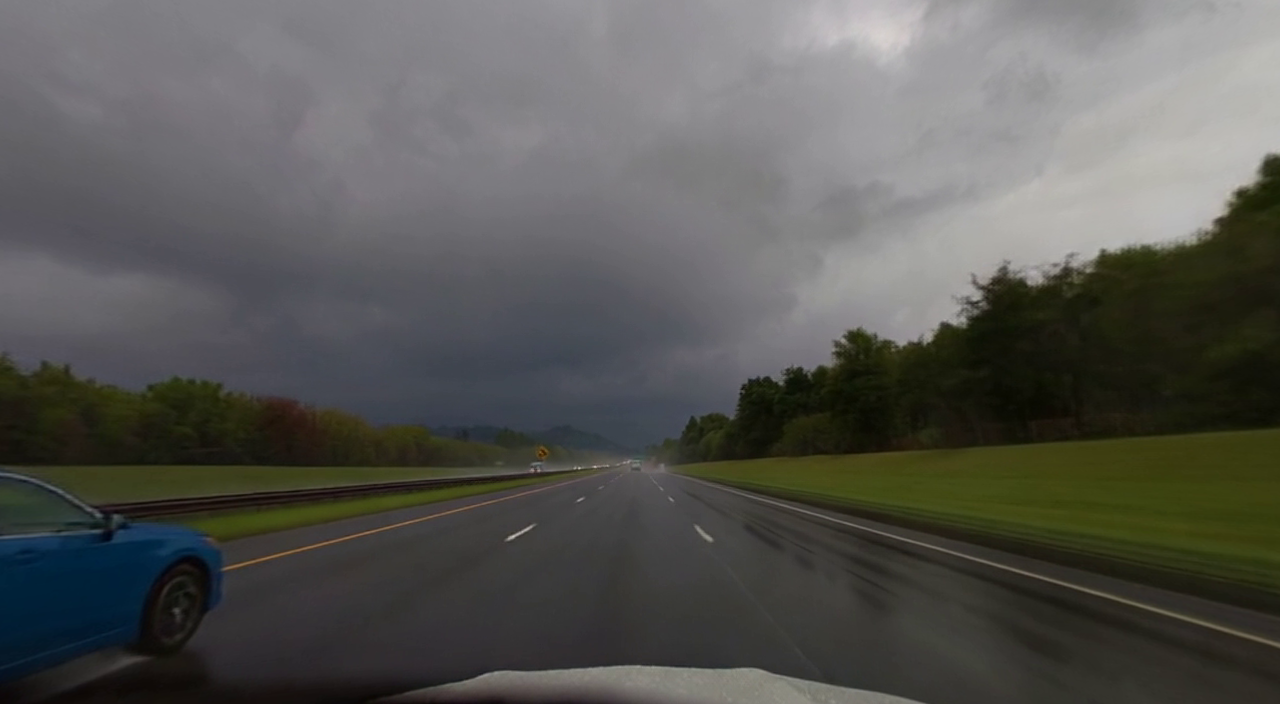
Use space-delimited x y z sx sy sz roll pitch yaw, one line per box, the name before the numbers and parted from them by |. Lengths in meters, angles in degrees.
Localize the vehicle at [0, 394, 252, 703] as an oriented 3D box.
vehicle | -4.024 0.899 2.459 1.928 1.593 4.871 1 -10 -1
